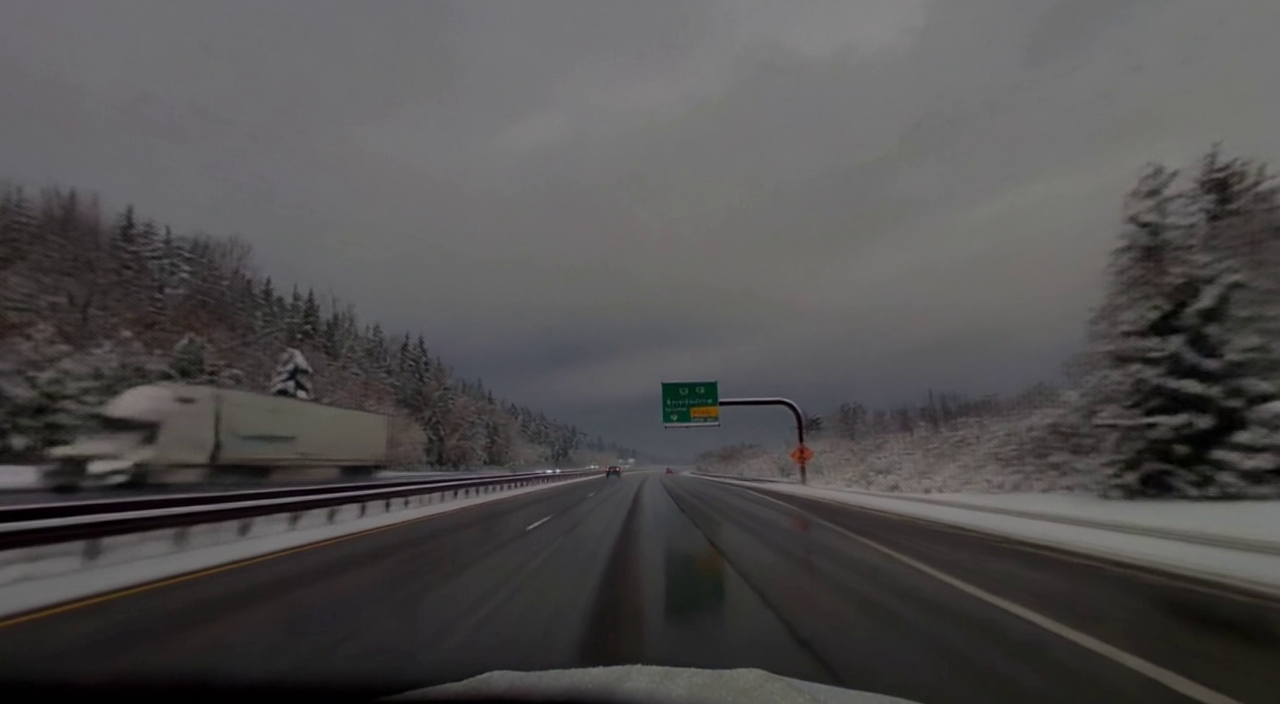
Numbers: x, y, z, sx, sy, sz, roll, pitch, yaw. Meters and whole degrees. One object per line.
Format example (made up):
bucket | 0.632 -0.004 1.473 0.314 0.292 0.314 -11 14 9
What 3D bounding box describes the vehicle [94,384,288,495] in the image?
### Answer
vehicle | -17.378 3.583 25.068 3.016 3.847 5.834 1 -10 1
